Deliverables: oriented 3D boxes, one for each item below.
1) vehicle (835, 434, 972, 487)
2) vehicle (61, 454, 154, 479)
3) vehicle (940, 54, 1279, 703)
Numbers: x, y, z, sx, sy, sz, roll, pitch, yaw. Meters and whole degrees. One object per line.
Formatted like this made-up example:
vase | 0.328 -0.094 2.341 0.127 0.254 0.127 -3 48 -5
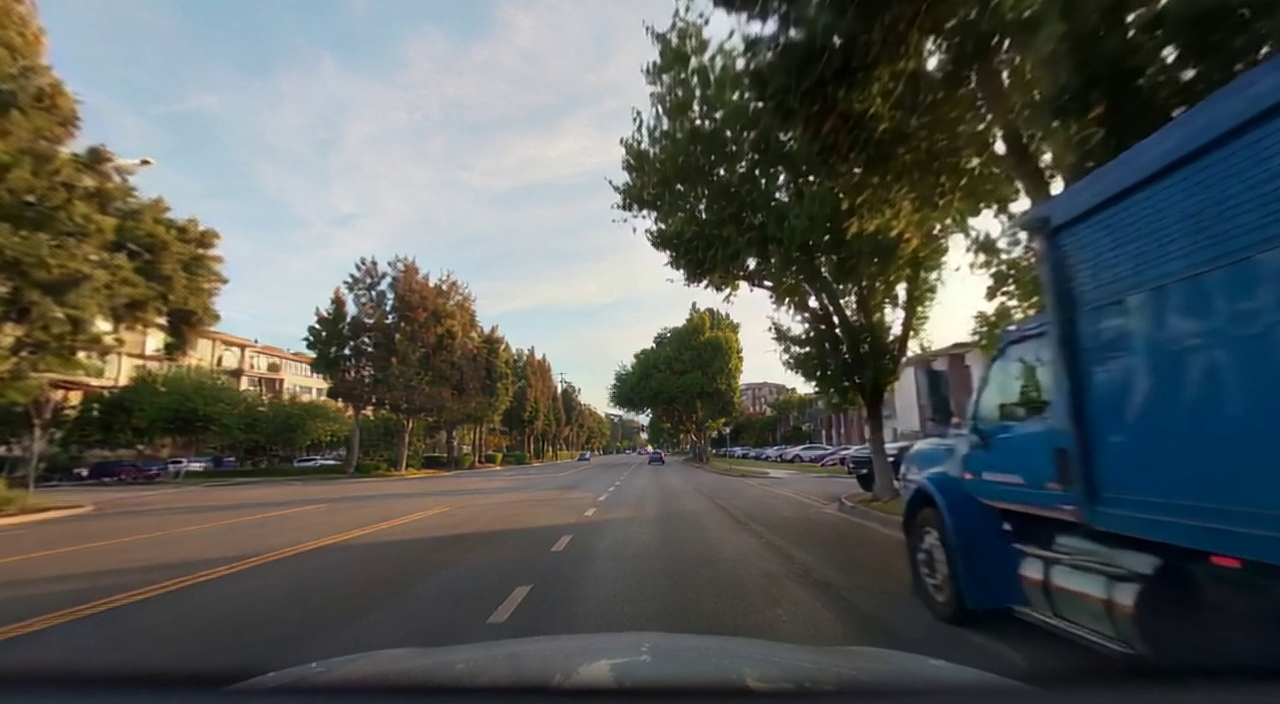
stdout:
vehicle | 10.271 4.192 24.635 4.655 1.828 2.223 3 -9 -24
vehicle | -38.094 8.190 45.183 4.916 1.542 1.934 -2 -8 -1
vehicle | 3.723 0.294 1.833 2.698 2.863 6.317 4 -9 1
